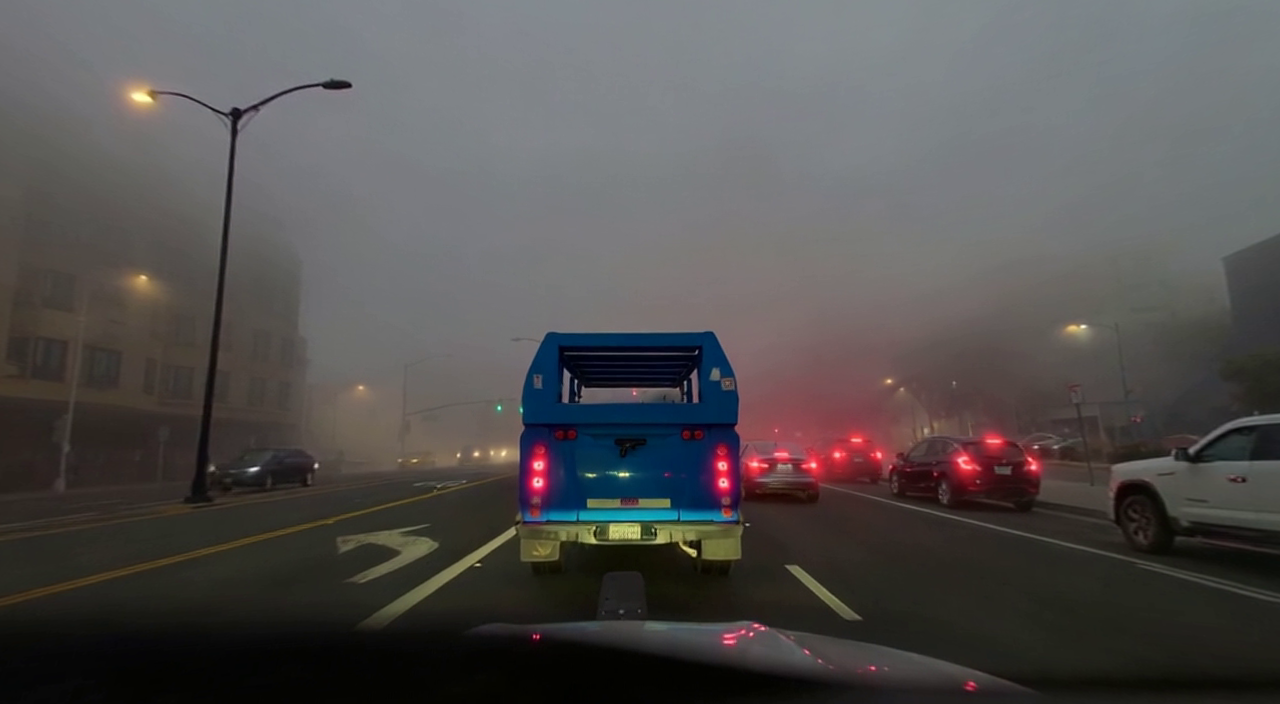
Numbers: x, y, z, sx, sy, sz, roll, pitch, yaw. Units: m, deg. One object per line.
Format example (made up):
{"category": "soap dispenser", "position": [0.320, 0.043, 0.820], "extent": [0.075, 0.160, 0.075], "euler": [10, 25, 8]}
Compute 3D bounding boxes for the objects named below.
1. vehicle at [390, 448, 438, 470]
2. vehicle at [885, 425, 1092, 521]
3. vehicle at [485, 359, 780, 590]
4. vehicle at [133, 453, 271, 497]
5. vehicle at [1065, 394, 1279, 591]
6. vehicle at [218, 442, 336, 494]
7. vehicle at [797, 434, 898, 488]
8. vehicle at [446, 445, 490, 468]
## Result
{"category": "vehicle", "position": [-16.090, 7.620, 45.256], "extent": [1.805, 1.466, 4.341], "euler": [0, -9, 0]}
{"category": "vehicle", "position": [7.068, 2.479, 13.469], "extent": [1.931, 1.692, 4.267], "euler": [0, -9, 0]}
{"category": "vehicle", "position": [-0.109, 1.536, 8.713], "extent": [2.682, 2.117, 5.706], "euler": [0, -9, -1]}
{"category": "vehicle", "position": [-15.604, 4.375, 22.846], "extent": [1.854, 1.364, 4.357], "euler": [0, -9, 0]}
{"category": "vehicle", "position": [6.826, 1.357, 6.273], "extent": [2.023, 1.771, 4.488], "euler": [0, -9, 0]}
{"category": "vehicle", "position": [-12.022, 3.839, 21.249], "extent": [1.781, 1.558, 3.688], "euler": [0, -9, -1]}
{"category": "vehicle", "position": [7.073, 3.760, 22.102], "extent": [1.953, 1.665, 4.327], "euler": [0, -9, -2]}
{"category": "vehicle", "position": [-12.635, 7.668, 46.692], "extent": [1.928, 1.591, 4.509], "euler": [0, -9, 0]}
